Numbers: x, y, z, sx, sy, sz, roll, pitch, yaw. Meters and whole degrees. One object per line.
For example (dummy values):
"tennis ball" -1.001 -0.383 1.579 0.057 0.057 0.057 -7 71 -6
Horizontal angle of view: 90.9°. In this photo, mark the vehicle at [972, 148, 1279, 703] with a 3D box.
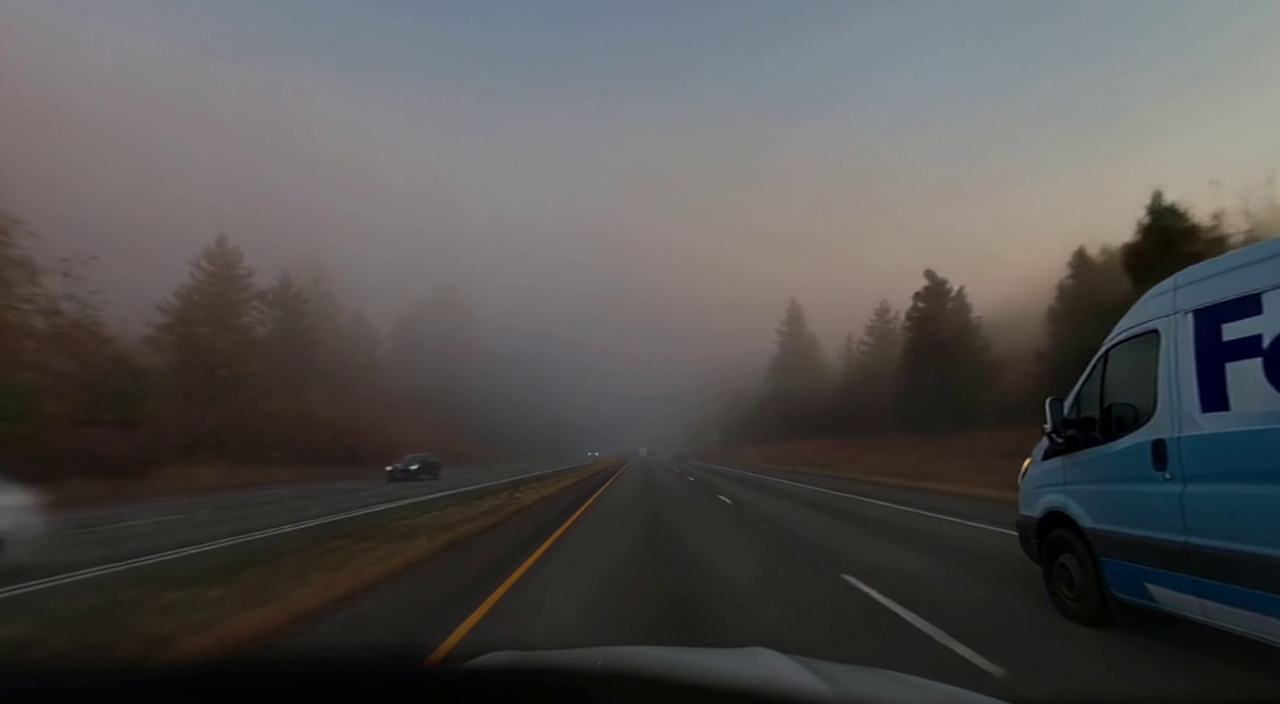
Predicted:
"vehicle" 3.924 0.314 1.788 2.522 2.556 6.180 0 -9 0

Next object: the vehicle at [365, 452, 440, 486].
"vehicle" -11.894 5.867 31.929 2.025 1.508 4.658 0 -9 0
